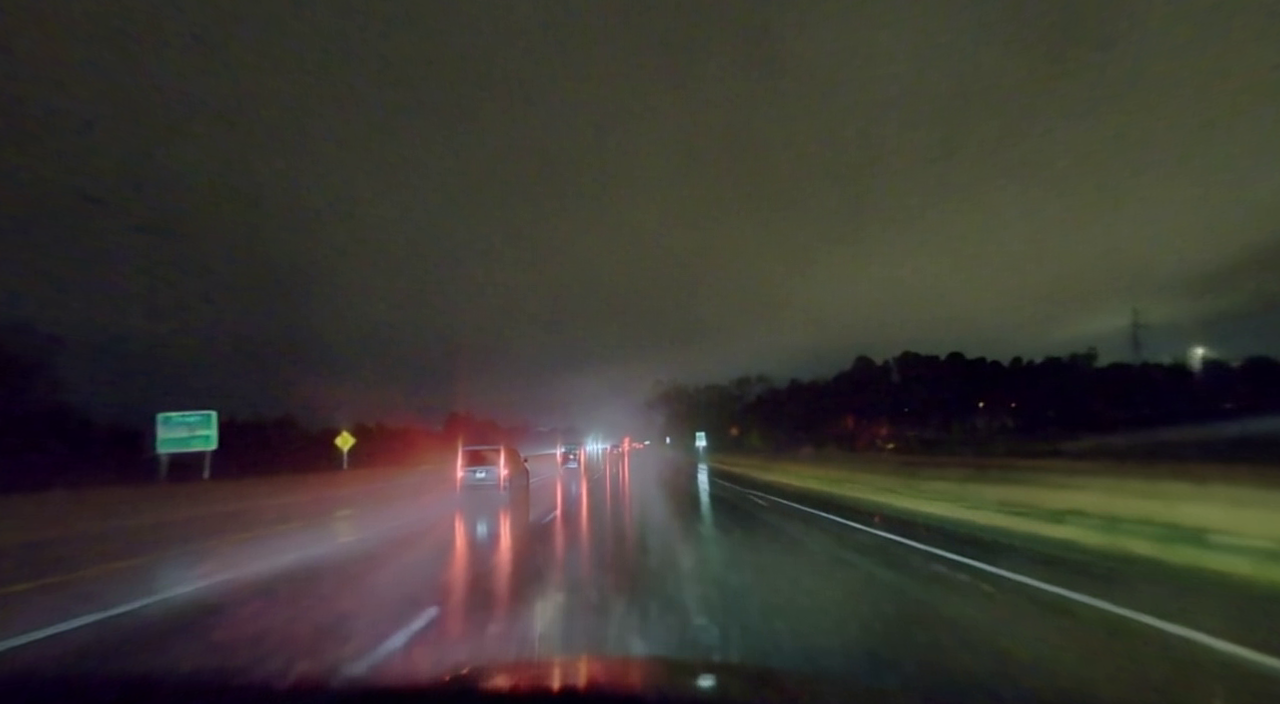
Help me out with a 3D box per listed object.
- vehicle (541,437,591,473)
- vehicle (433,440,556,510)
[{"bbox_3d":[-4.059,5.787,35.385,2.177,1.852,4.427,0,-9,1],"label":"vehicle"},{"bbox_3d":[-3.535,3.106,16.328,2.044,1.527,4.607,0,-9,1],"label":"vehicle"}]
